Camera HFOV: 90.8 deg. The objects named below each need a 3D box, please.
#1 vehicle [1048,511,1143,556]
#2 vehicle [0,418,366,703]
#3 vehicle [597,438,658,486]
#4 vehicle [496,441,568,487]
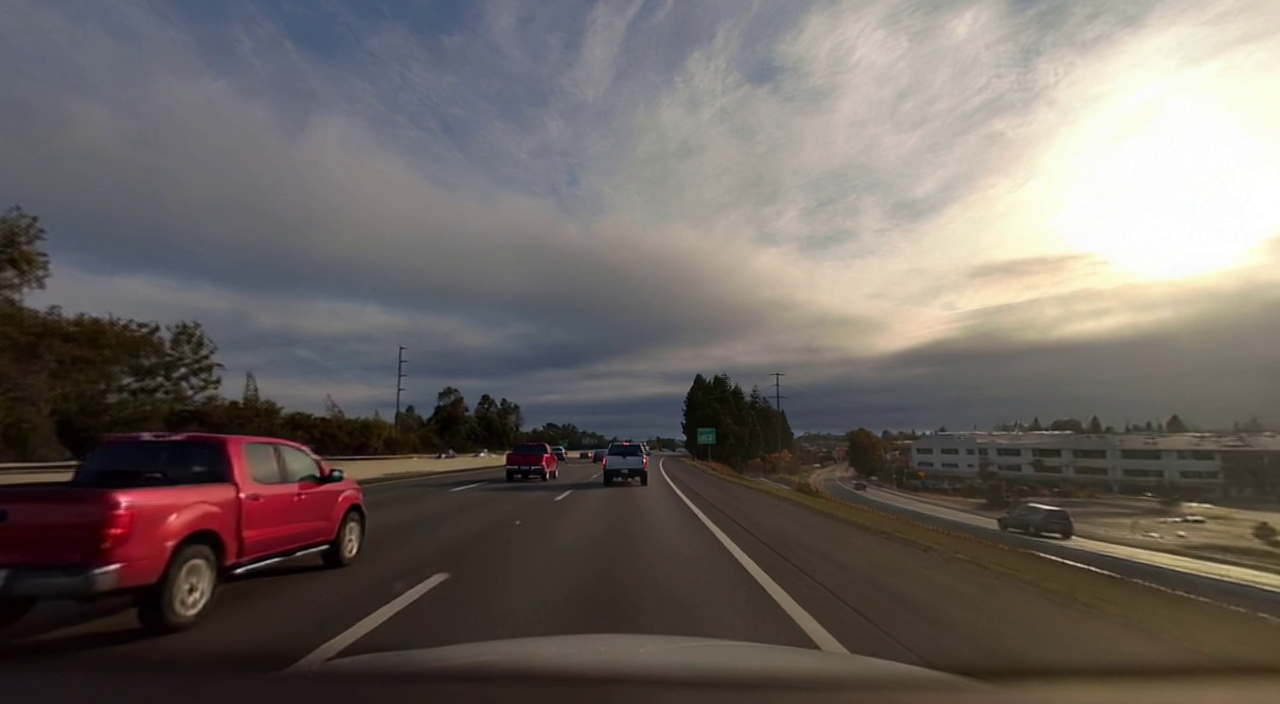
[{"bbox_3d":[23.707,9.440,33.118,1.956,1.594,4.425,0,-8,4],"label":"vehicle"},{"bbox_3d":[-4.150,1.352,5.050,1.936,1.470,4.402,0,-8,0],"label":"vehicle"},{"bbox_3d":[-0.428,4.480,26.080,2.293,1.753,4.380,0,-8,1],"label":"vehicle"},{"bbox_3d":[-4.352,4.575,26.282,2.038,1.704,5.181,0,-8,1],"label":"vehicle"}]
